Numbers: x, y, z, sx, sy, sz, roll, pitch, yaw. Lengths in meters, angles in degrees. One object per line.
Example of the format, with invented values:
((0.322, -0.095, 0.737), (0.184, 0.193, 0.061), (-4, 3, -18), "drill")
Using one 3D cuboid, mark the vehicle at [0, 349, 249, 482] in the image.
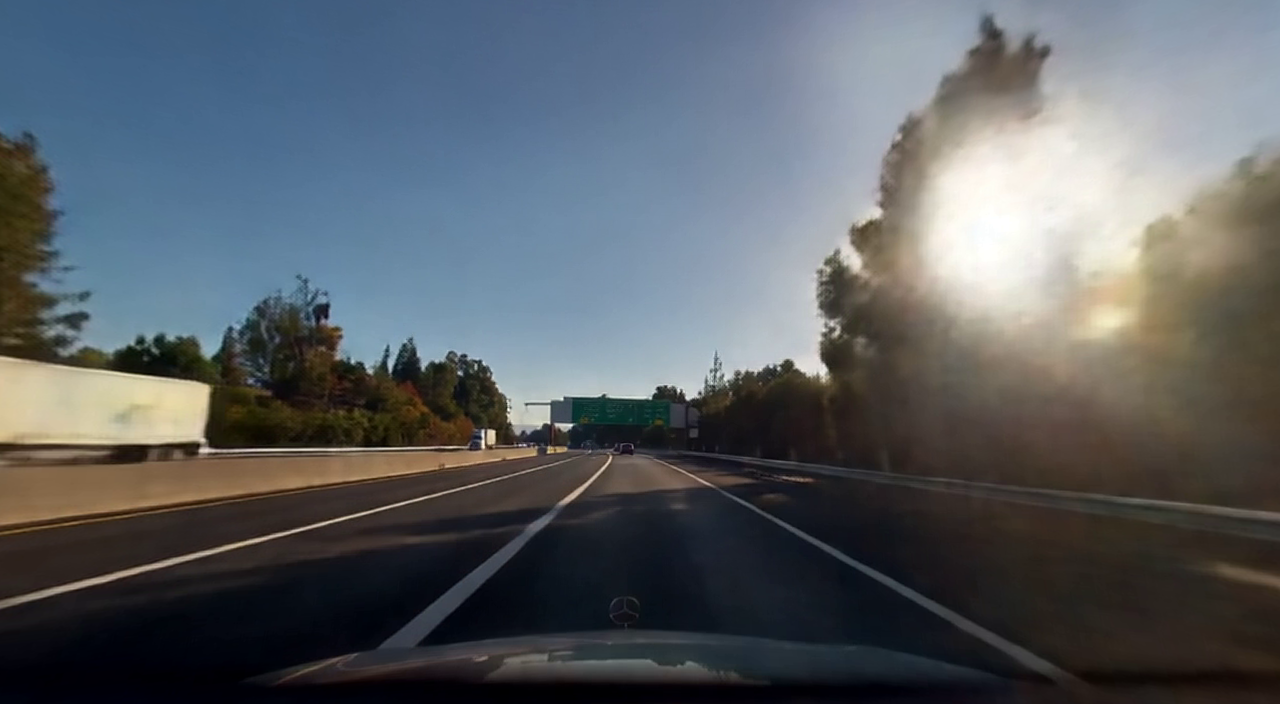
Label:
((-21.164, 2.746, 24.487), (2.925, 4.030, 14.186), (0, -9, -1), "vehicle")
